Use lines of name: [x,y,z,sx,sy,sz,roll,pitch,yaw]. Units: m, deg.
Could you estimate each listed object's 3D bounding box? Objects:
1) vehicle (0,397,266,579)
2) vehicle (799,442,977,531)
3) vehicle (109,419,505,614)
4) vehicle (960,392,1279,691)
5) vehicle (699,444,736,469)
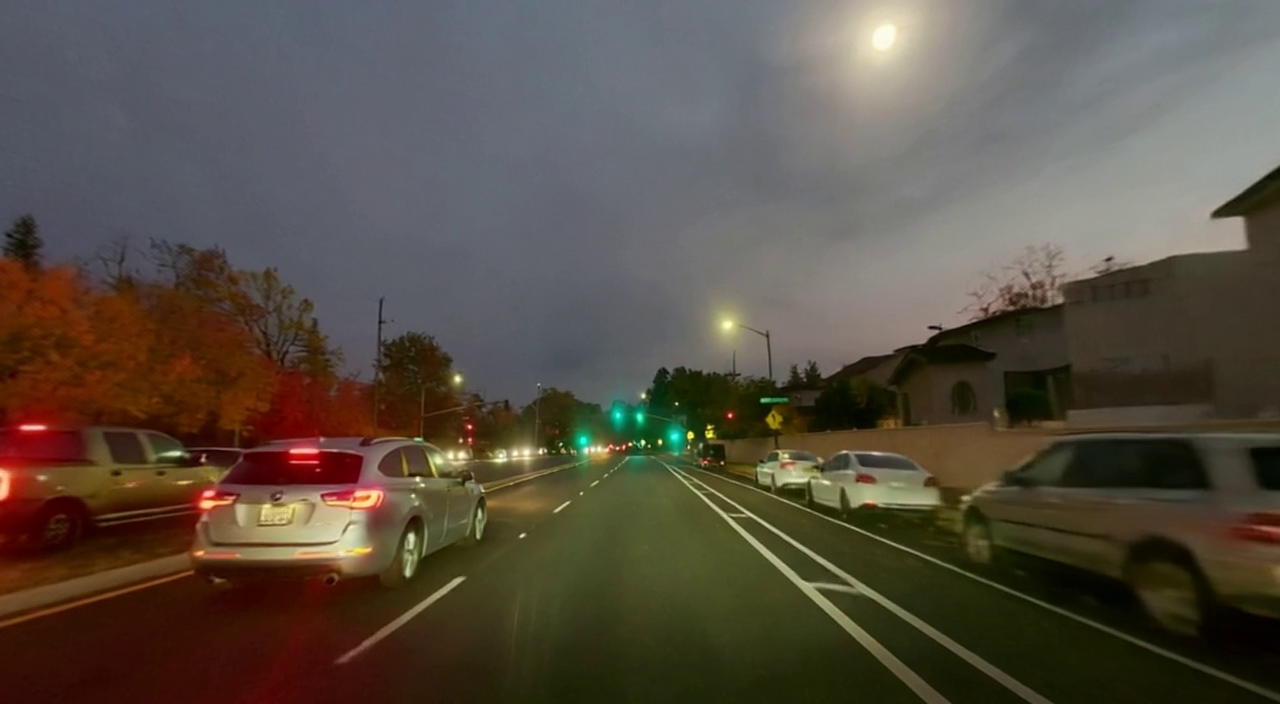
vehicle: [-7.147,1.592,8.003,2.034,1.711,4.512,1,-9,-1]
vehicle: [4.828,2.650,13.134,1.889,1.491,4.614,0,-9,1]
vehicle: [-3.064,1.610,7.161,1.982,1.478,4.465,0,-9,1]
vehicle: [4.687,1.296,4.925,2.014,1.700,4.369,1,-9,0]
vehicle: [4.879,6.685,40.372,1.955,1.499,4.536,0,-9,2]
